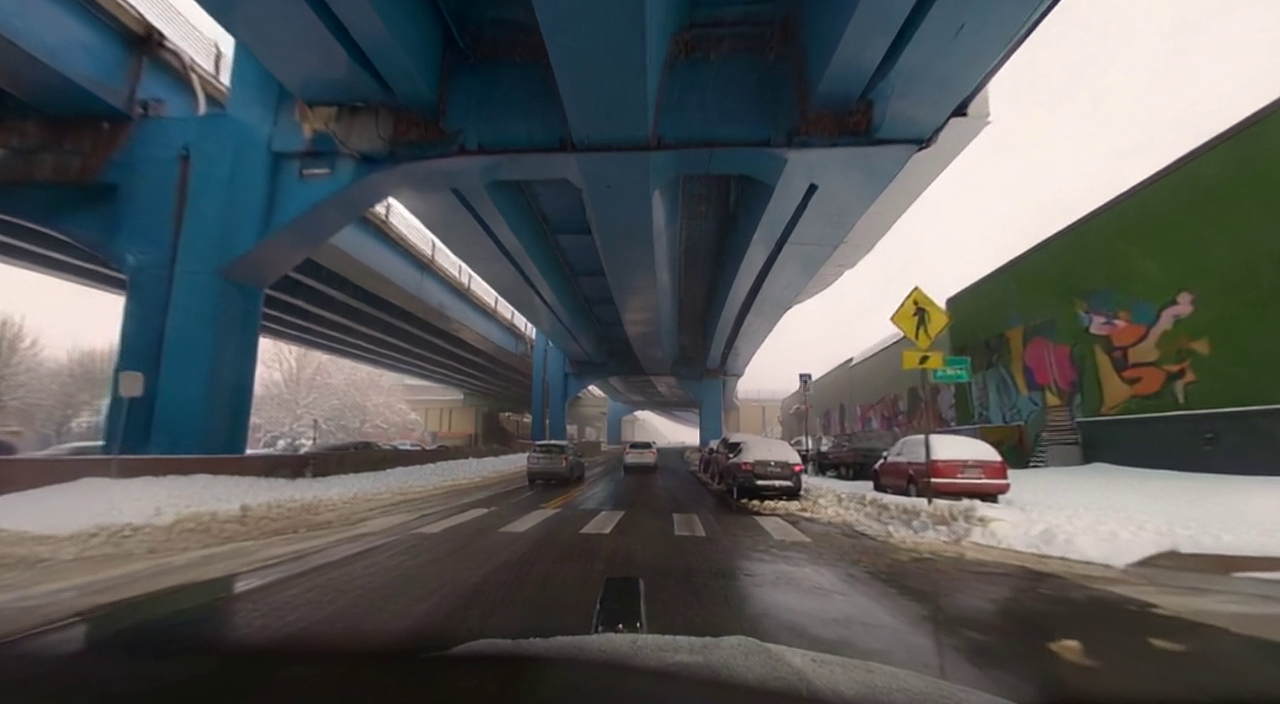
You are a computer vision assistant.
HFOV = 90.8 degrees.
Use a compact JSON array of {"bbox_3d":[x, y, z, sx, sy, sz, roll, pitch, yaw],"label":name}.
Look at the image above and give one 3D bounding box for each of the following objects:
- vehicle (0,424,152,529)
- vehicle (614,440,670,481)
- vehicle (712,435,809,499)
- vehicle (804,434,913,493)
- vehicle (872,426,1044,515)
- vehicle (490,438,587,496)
[{"bbox_3d":[-11.920,2.247,11.481,2.056,1.768,4.986,0,-9,0],"label":"vehicle"},{"bbox_3d":[0.099,4.486,26.476,2.155,1.571,3.734,0,-8,1],"label":"vehicle"},{"bbox_3d":[3.279,3.186,18.041,1.983,1.589,4.010,0,-8,0],"label":"vehicle"},{"bbox_3d":[7.790,4.010,23.181,2.175,1.909,4.953,0,-8,0],"label":"vehicle"},{"bbox_3d":[7.648,2.838,15.827,2.275,1.834,4.294,1,-7,3],"label":"vehicle"},{"bbox_3d":[-2.935,3.441,19.359,2.024,1.533,4.549,0,-8,2],"label":"vehicle"}]
